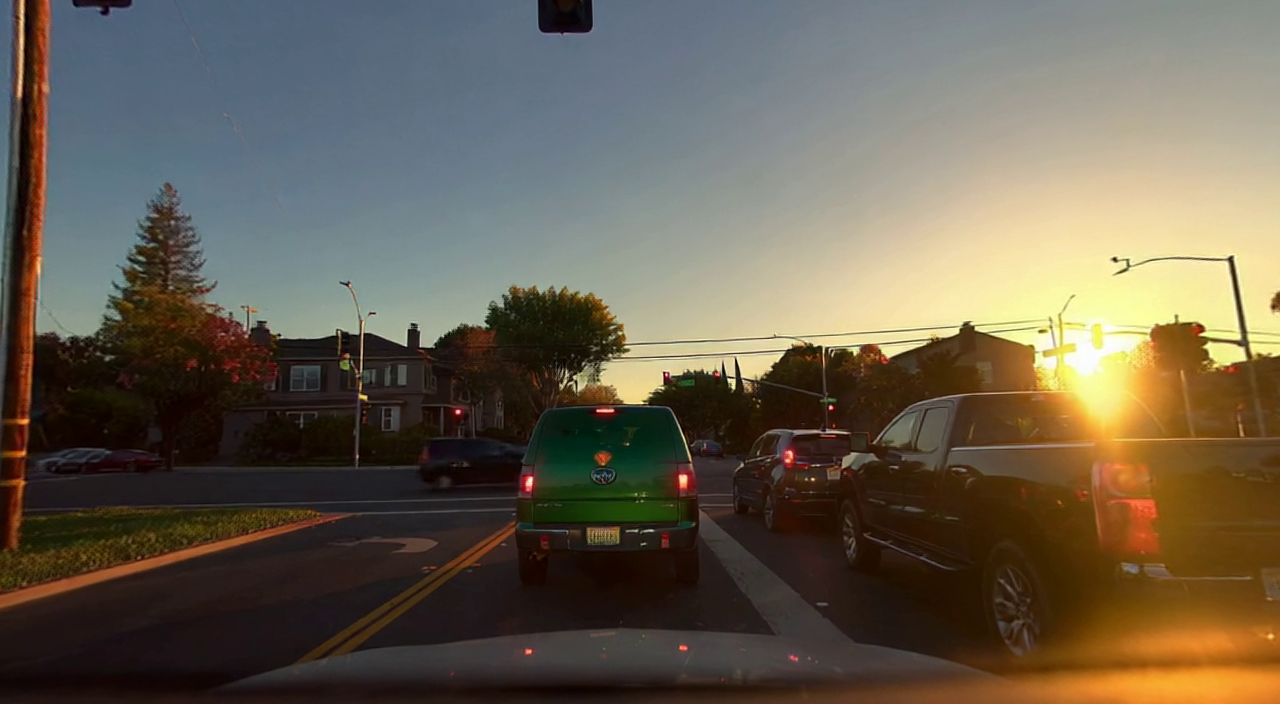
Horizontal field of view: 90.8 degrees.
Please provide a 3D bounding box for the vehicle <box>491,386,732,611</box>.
[{"bbox_3d":[-0.257,1.414,6.825,1.915,1.780,3.379,0,-8,-1],"label":"vehicle"}]

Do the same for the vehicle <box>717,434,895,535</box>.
[{"bbox_3d":[2.709,2.270,11.533,1.952,1.465,4.421,0,-8,-2],"label":"vehicle"}]

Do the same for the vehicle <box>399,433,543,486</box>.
[{"bbox_3d":[-5.815,3.763,22.314,4.635,1.755,1.882,1,-8,-8],"label":"vehicle"}]

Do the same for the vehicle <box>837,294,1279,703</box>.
[{"bbox_3d":[2.980,1.003,3.789,1.886,1.849,5.070,0,-8,-1],"label":"vehicle"}]

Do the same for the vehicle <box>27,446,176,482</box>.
[{"bbox_3d":[-22.928,4.778,27.060,4.533,1.350,1.714,0,-8,-9],"label":"vehicle"}]
